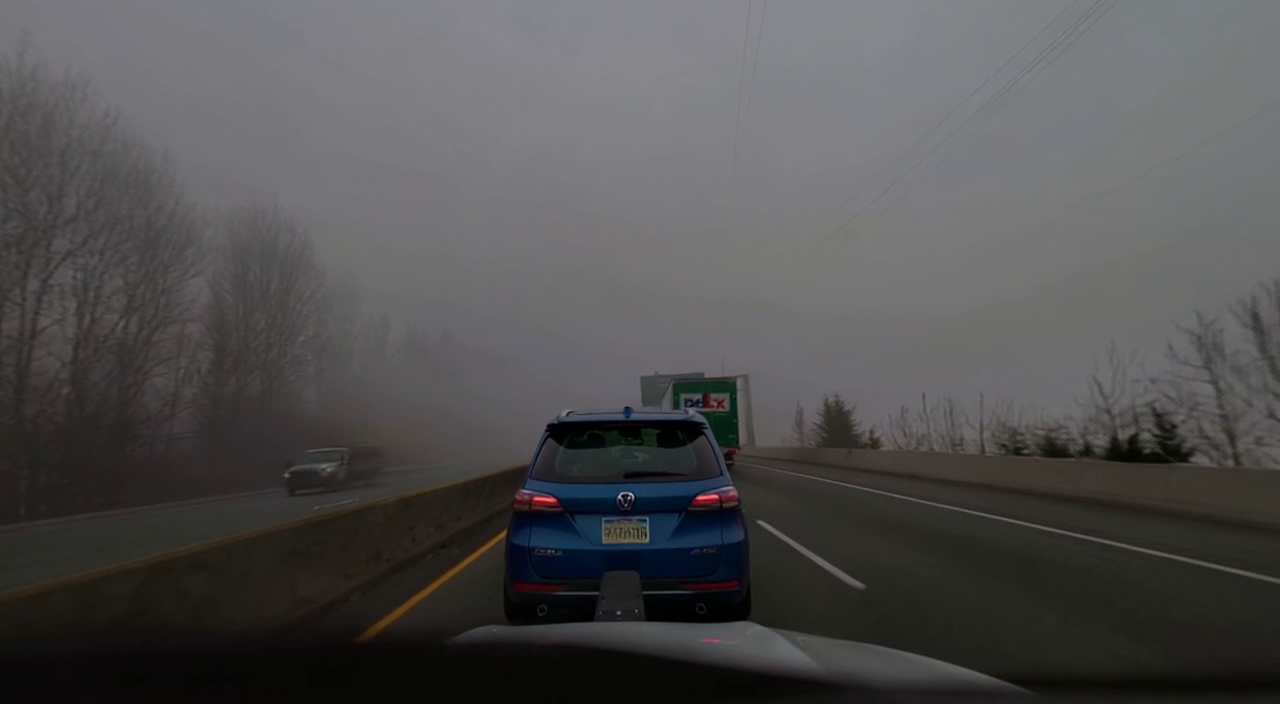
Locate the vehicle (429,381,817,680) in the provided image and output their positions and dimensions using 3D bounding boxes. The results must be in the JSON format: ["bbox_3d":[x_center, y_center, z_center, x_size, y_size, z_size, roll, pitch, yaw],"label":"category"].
[{"bbox_3d":[-0.137,1.214,5.387,2.062,1.581,3.914,0,-8,-2],"label":"vehicle"}]
